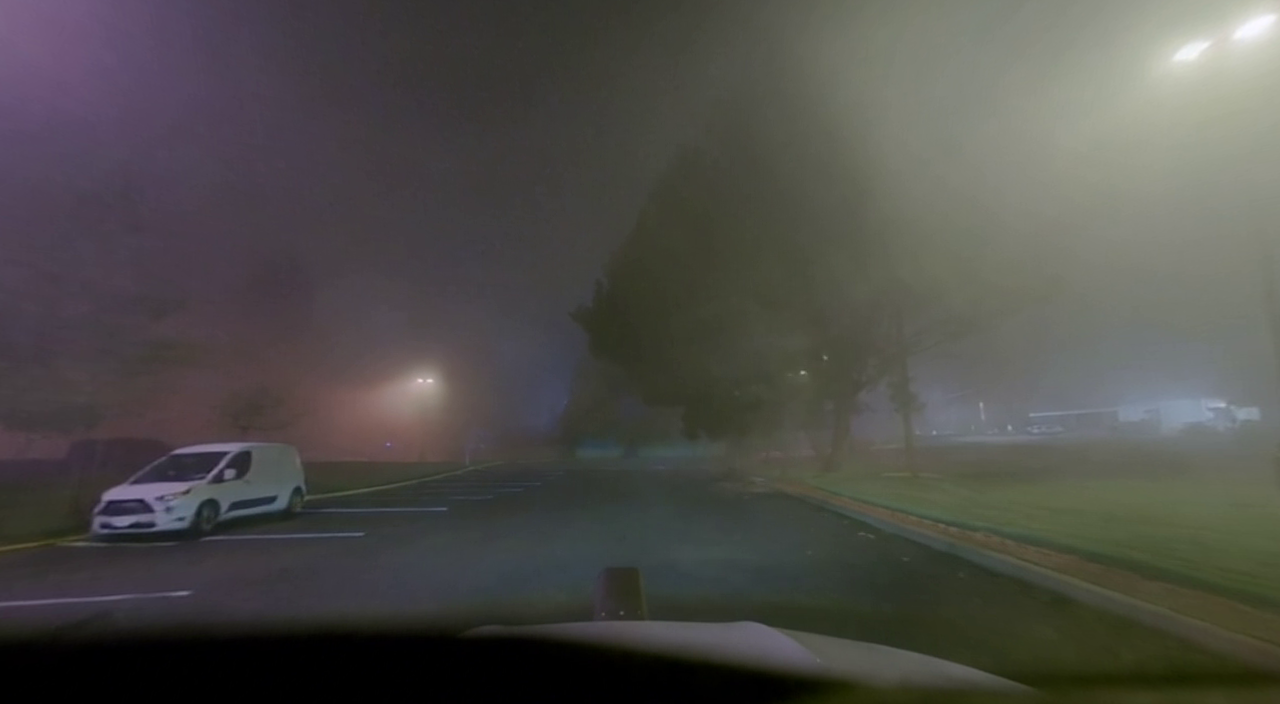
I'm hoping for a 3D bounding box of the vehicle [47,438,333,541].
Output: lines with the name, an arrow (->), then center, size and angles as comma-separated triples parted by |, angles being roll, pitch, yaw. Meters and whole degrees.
vehicle -> -8.896, 2.699, 13.299 | 2.360, 1.741, 4.912 | 0, -8, 1
